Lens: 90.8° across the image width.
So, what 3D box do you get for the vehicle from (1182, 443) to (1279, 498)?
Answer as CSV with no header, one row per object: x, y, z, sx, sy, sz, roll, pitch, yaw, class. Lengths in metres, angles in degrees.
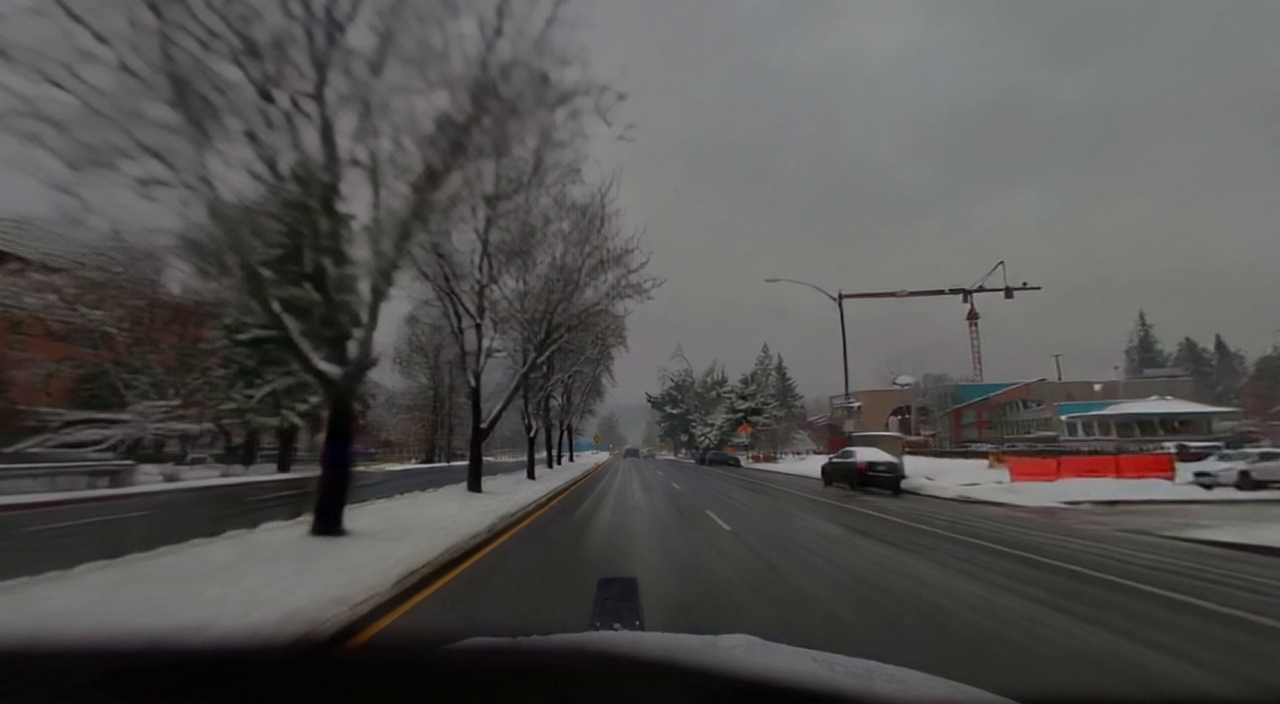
21.051,3.926,21.191,1.965,1.690,4.077,0,-9,-1,vehicle

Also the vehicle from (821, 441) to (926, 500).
8.153,4.125,22.476,2.080,1.706,4.392,5,-9,1,vehicle
